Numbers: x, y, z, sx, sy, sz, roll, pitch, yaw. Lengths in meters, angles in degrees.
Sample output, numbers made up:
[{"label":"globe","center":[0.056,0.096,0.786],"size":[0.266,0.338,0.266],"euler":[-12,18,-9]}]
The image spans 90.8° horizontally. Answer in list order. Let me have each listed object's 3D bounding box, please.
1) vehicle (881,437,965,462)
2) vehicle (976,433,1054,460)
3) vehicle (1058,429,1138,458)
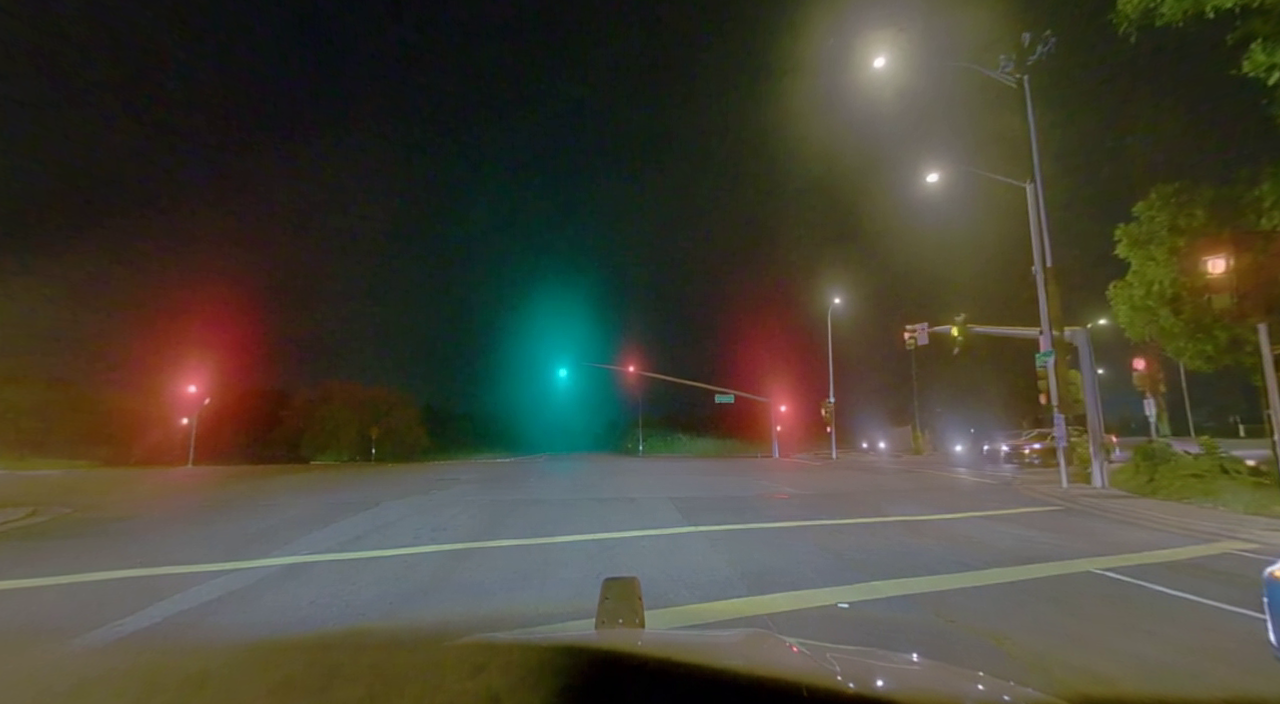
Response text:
[{"label":"vehicle","center":[18.656,6.433,41.637],"size":[5.234,1.549,1.982],"euler":[4,-9,-24]},{"label":"vehicle","center":[26.910,6.741,45.283],"size":[5.032,1.828,2.183],"euler":[4,-9,-24]},{"label":"vehicle","center":[36.074,7.213,49.737],"size":[6.148,2.119,2.473],"euler":[4,-10,-28]}]
